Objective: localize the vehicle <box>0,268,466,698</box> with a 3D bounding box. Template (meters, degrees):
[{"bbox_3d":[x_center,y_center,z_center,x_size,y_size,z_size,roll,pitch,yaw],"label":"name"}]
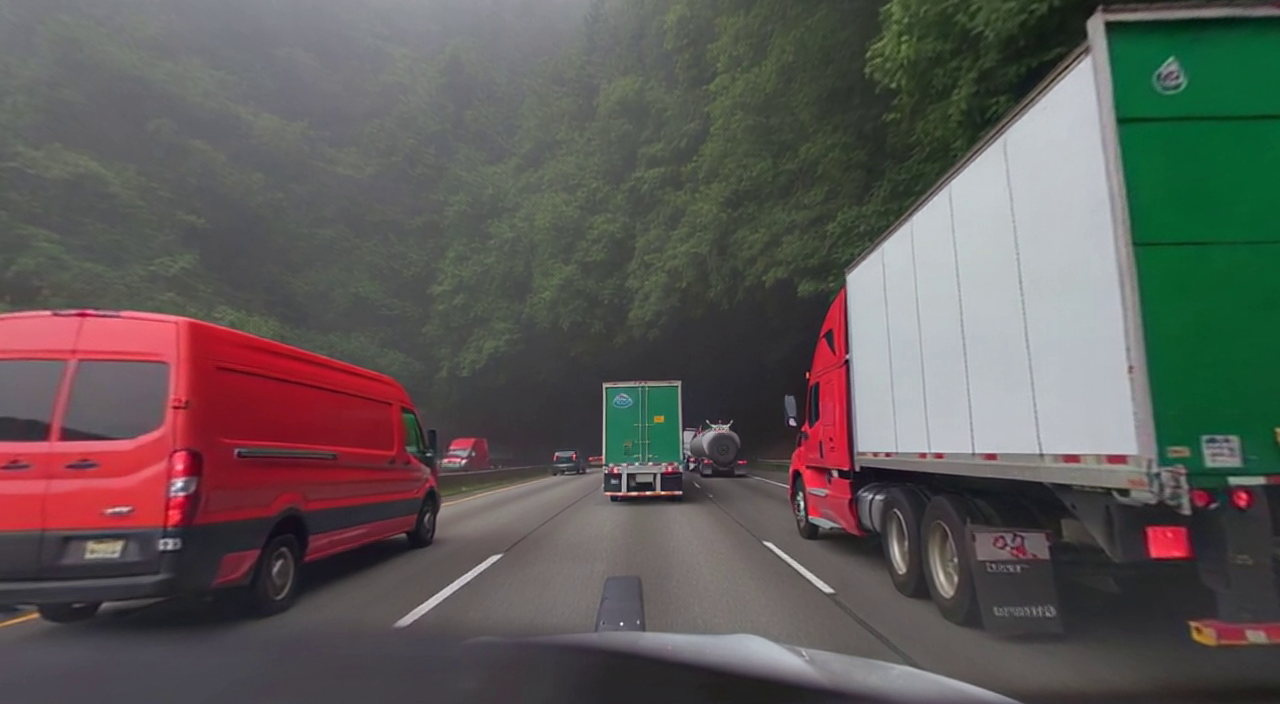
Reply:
[{"bbox_3d":[-4.146,1.219,6.960,2.525,2.572,6.260,0,-9,1],"label":"vehicle"}]

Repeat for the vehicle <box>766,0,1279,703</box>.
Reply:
[{"bbox_3d":[4.432,0.501,8.343,3.139,4.152,11.915,0,-9,0],"label":"vehicle"}]

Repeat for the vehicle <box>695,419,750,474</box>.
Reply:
[{"bbox_3d":[5.739,6.897,45.870,2.706,3.500,11.483,0,-9,1],"label":"vehicle"}]

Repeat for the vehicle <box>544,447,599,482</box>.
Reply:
[{"bbox_3d":[-3.441,5.767,32.572,2.134,1.652,4.439,0,-9,2],"label":"vehicle"}]

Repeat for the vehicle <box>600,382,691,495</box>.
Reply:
[{"bbox_3d":[0.136,3.382,24.040,2.773,3.455,9.118,0,-9,0],"label":"vehicle"}]
